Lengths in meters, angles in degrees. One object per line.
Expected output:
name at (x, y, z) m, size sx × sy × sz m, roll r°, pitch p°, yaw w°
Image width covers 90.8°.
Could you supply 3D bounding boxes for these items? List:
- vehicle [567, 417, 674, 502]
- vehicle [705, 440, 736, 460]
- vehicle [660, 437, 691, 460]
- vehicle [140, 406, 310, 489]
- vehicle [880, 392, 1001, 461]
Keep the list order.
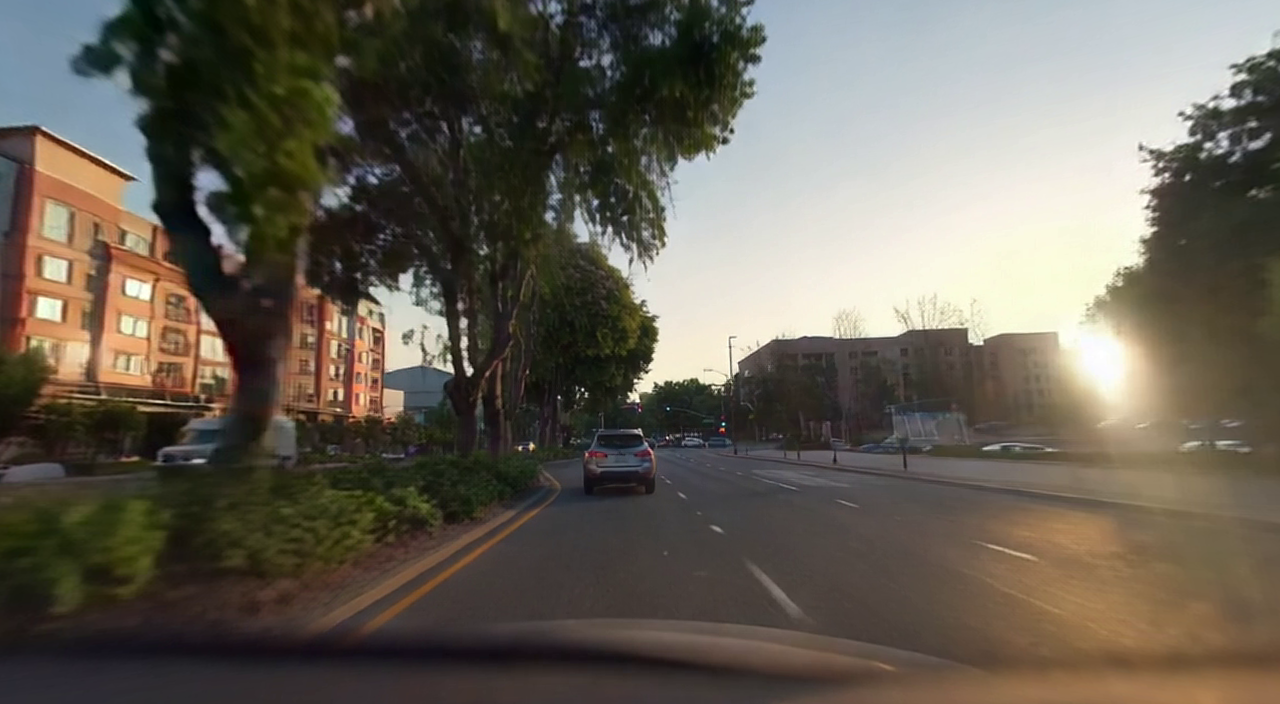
vehicle at (-0.481, 2.623, 15.735) m, size 2.277 × 1.816 × 4.192 m, roll 0°, pitch -9°, yaw -2°
vehicle at (6.168, 7.518, 48.604) m, size 1.777 × 1.443 × 3.942 m, roll 0°, pitch -9°, yaw -1°
vehicle at (2.549, 7.129, 46.563) m, size 1.929 × 1.590 × 4.287 m, roll 0°, pitch -9°, yaw -1°
vehicle at (-19.136, 4.518, 29.977) m, size 2.811 × 3.399 × 7.898 m, roll 0°, pitch -9°, yaw -2°
vehicle at (18.181, 4.750, 39.206) m, size 3.269 × 3.755 × 8.862 m, roll 0°, pitch -9°, yaw 1°
